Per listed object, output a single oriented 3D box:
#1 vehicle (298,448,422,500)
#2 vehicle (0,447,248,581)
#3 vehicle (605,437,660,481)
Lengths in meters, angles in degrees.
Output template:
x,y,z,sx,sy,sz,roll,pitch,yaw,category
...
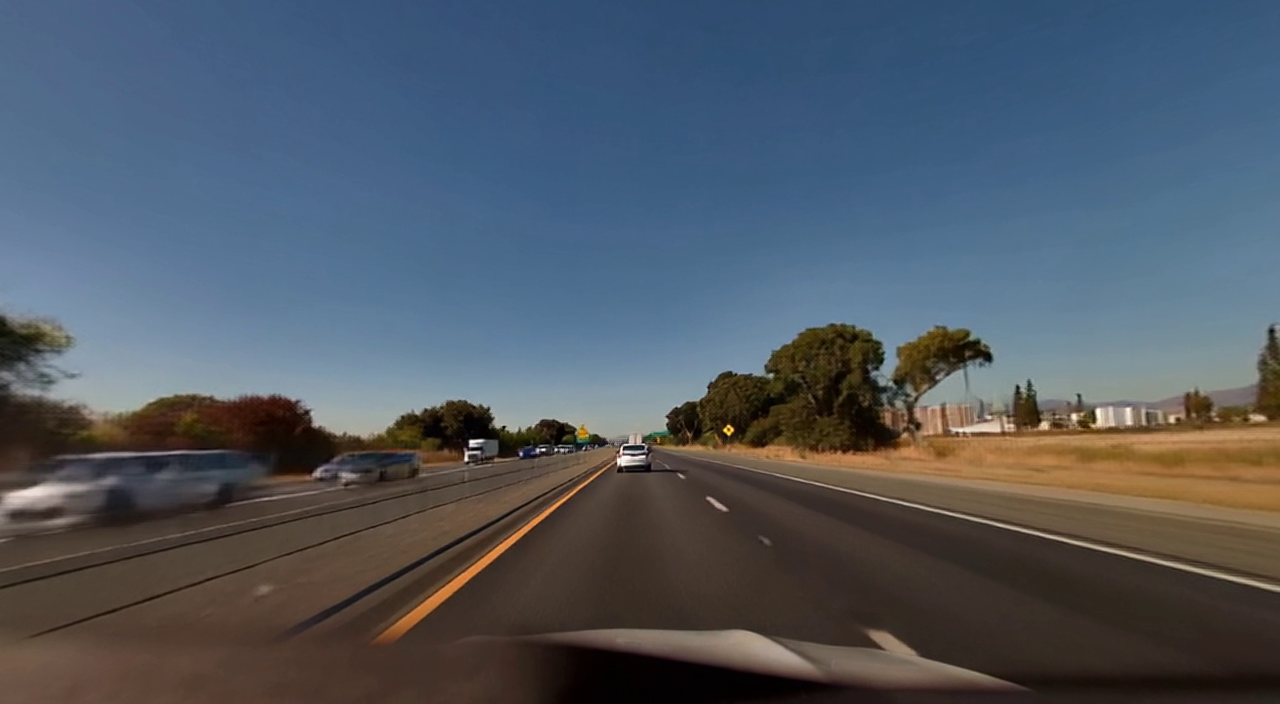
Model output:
x,y,z,sx,sy,sz,roll,pitch,yaw,category
-9.005,3.923,20.639,2.005,1.493,4.505,-1,-9,0,vehicle
-8.003,2.163,9.208,1.908,1.499,4.040,0,-9,-1,vehicle
-0.299,4.114,24.257,1.971,1.518,4.108,0,-9,-1,vehicle
